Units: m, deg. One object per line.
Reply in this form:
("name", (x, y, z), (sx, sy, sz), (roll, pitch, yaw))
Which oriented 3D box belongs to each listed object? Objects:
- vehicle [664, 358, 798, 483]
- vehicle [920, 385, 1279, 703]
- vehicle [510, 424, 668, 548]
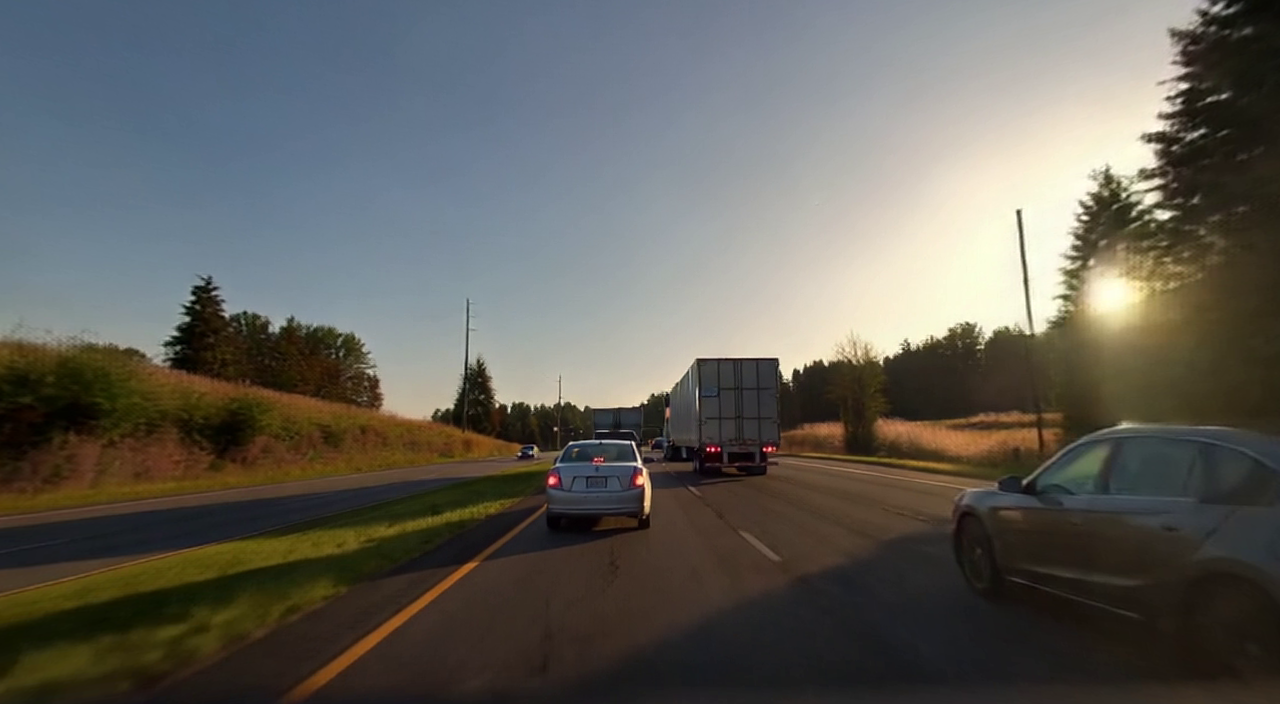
("vehicle", (3.447, 3.497, 30.013), (3.591, 4.290, 16.696), (0, -8, -1))
("vehicle", (3.593, 1.023, 3.427), (1.960, 1.515, 4.713), (0, -8, 0))
("vehicle", (-0.693, 2.005, 10.087), (2.009, 1.554, 4.013), (0, -8, -1))
